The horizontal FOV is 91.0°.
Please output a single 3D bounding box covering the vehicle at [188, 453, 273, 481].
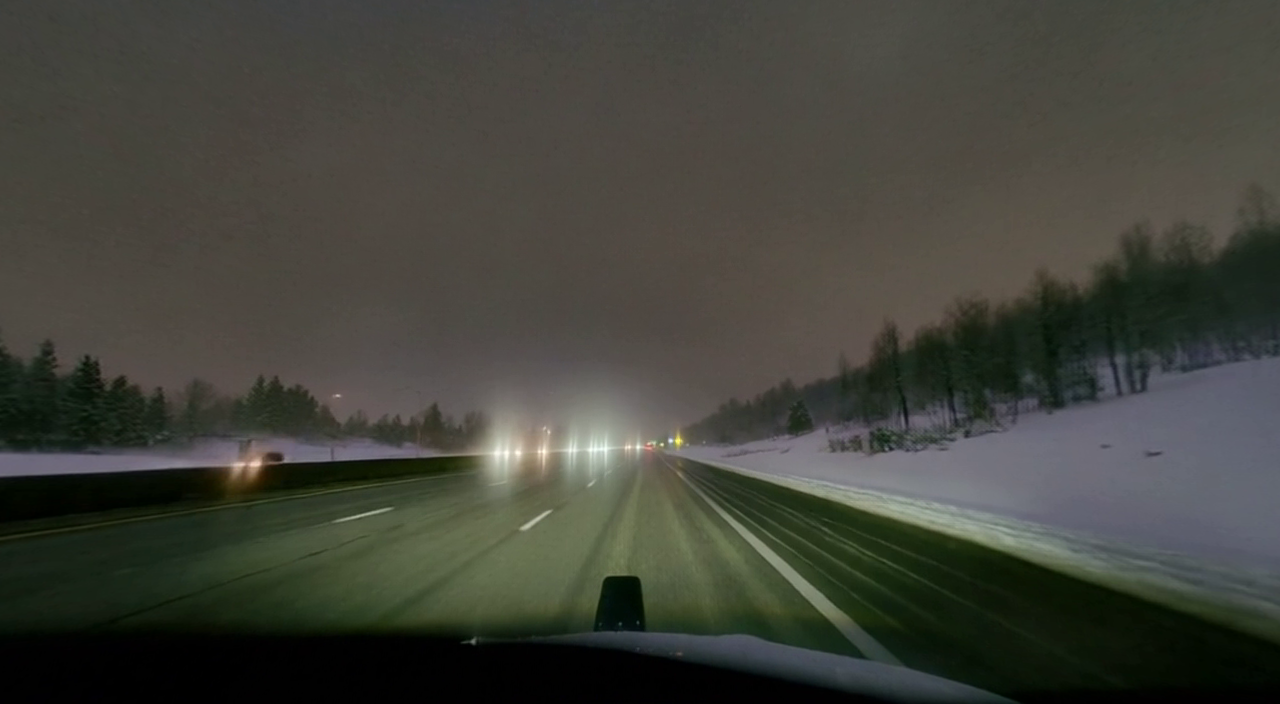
[{"bbox_3d":[-24.121,6.796,37.336,1.977,1.516,4.391,0,-9,2],"label":"vehicle"}]
